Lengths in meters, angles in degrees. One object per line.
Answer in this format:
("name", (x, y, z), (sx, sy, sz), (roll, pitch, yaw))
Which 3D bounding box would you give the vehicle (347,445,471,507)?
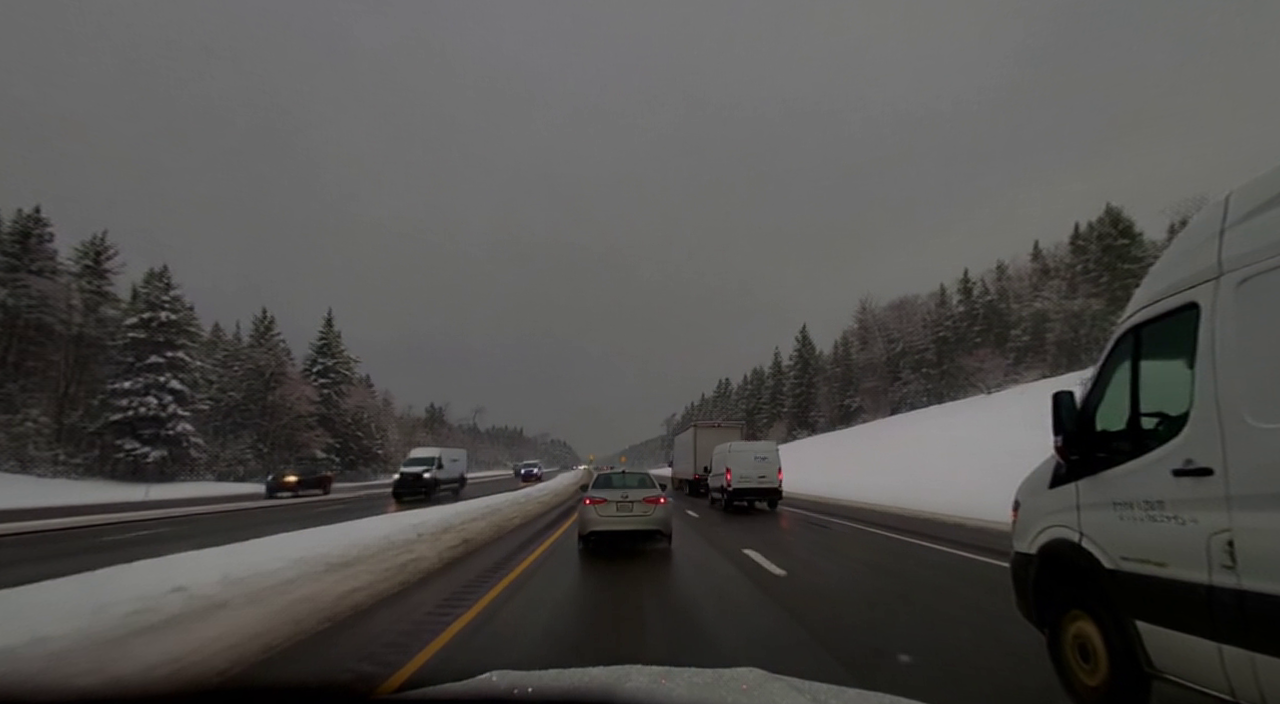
("vehicle", (-6.830, 3.769, 19.243), (2.069, 1.628, 4.479), (1, -11, 0))

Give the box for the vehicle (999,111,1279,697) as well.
("vehicle", (5.571, 0.031, 2.418), (2.890, 3.726, 9.269), (1, -11, 0))

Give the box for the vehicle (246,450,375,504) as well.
("vehicle", (-10.337, 3.972, 20.170), (1.872, 1.510, 4.266), (1, -11, -1))

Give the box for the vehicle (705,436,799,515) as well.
("vehicle", (3.950, 4.549, 23.402), (2.328, 2.537, 5.290), (1, -11, -2))

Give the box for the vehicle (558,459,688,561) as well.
("vehicle", (-0.278, 2.733, 11.351), (1.980, 1.493, 3.410), (1, -11, -1))

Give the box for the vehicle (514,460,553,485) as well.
("vehicle", (-7.286, 8.341, 43.479), (2.012, 1.601, 4.042), (1, -11, -1))
